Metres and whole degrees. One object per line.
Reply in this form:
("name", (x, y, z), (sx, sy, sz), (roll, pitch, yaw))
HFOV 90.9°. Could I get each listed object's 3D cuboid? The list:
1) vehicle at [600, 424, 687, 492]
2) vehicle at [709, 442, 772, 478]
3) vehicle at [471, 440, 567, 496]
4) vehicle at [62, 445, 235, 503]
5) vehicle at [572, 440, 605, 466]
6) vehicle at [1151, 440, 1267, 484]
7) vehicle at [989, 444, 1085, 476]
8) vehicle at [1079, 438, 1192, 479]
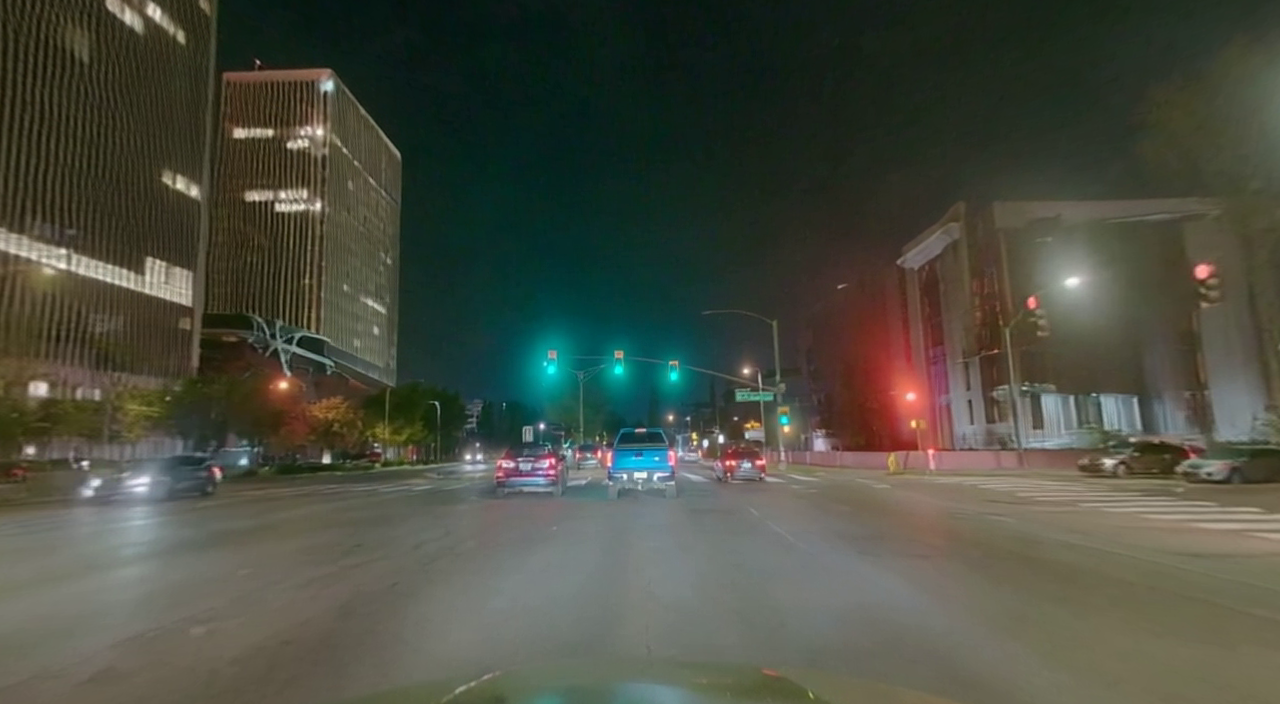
("vehicle", (0.103, 3.407, 20.612), (2.493, 1.934, 4.957), (0, -8, 0))
("vehicle", (4.395, 4.785, 28.240), (1.968, 1.472, 4.456), (0, -8, -1))
("vehicle", (-3.534, 3.450, 19.267), (1.986, 1.465, 4.509), (0, -8, 1))
("vehicle", (-15.909, 3.915, 20.806), (2.012, 1.674, 4.522), (0, -8, 1))
("vehicle", (-3.558, 7.080, 44.392), (2.018, 1.700, 4.142), (0, -8, 0))
("vehicle", (23.645, 4.510, 26.183), (4.705, 1.675, 1.890), (4, -9, -27))
("vehicle", (19.960, 5.364, 31.651), (4.417, 1.492, 1.943), (4, -9, -26))
("vehicle", (23.124, 4.904, 29.406), (4.786, 1.777, 2.248), (4, -9, -28))
